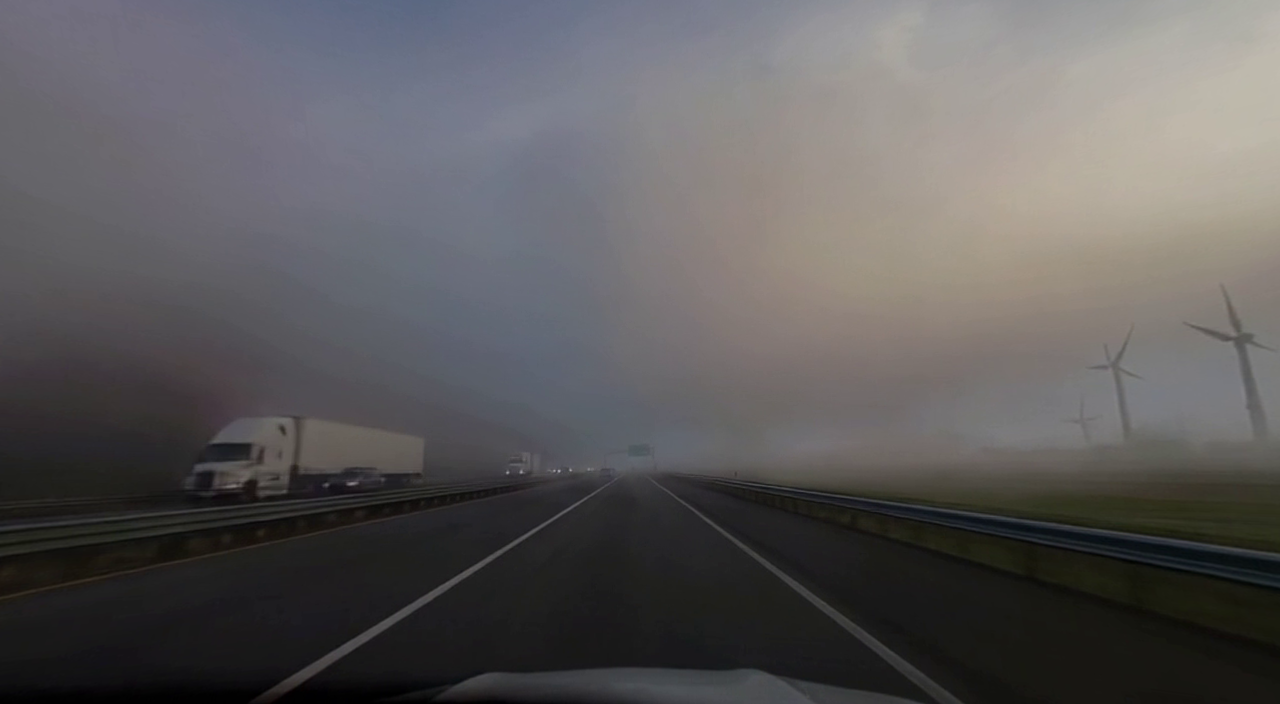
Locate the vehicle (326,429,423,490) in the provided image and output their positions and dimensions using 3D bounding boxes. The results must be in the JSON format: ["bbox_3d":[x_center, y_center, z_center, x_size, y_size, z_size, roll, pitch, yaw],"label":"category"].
[{"bbox_3d":[-17.354,7.209,41.996,2.816,3.554,8.526,1,-11,-1],"label":"vehicle"}]

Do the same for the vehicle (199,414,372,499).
[{"bbox_3d":[-17.200,5.350,31.865,2.952,3.556,10.027,1,-11,-1],"label":"vehicle"}]
